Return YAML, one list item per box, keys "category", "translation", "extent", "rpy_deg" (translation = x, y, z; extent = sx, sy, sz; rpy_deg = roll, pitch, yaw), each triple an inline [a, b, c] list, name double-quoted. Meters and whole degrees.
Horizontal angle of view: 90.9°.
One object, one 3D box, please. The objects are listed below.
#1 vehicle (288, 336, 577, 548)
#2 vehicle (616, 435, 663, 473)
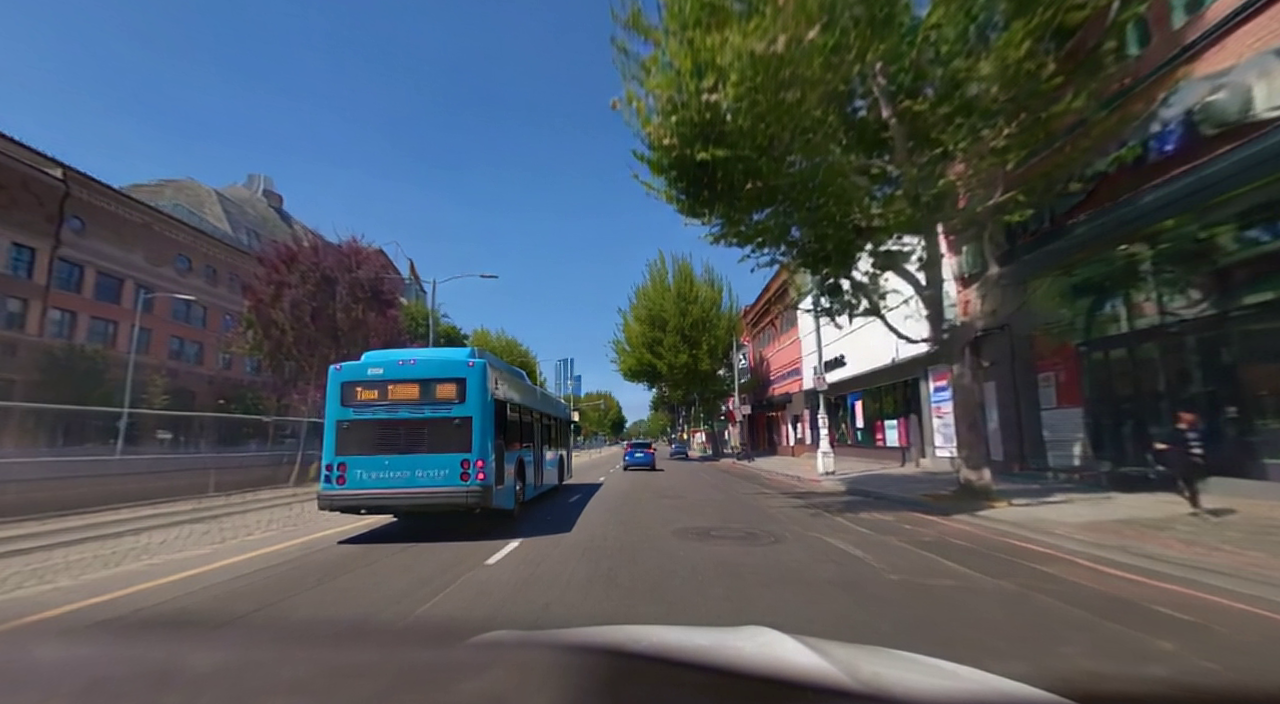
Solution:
- category: "vehicle"
  translation: [-3.240, 1.847, 12.939]
  extent: [2.920, 2.884, 8.588]
  rpy_deg: [0, -8, 1]
- category: "vehicle"
  translation: [-0.016, 4.960, 30.756]
  extent: [2.120, 1.727, 3.917]
  rpy_deg: [0, -8, 0]
